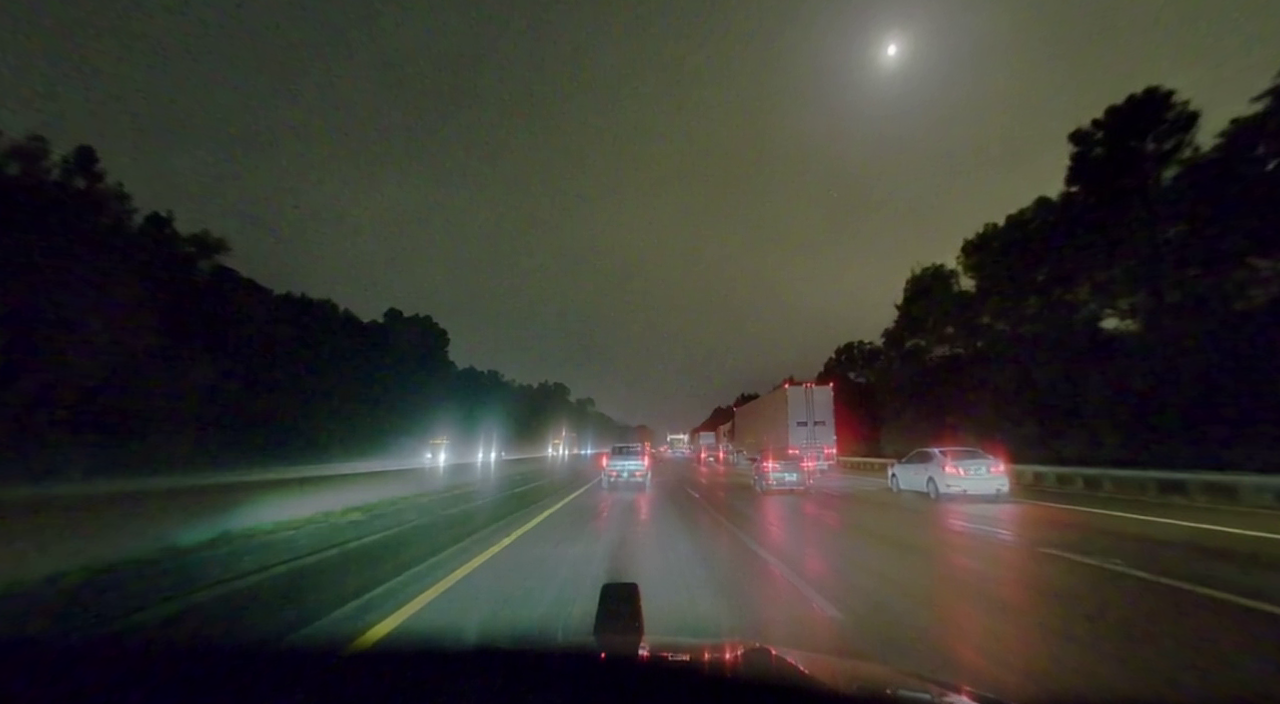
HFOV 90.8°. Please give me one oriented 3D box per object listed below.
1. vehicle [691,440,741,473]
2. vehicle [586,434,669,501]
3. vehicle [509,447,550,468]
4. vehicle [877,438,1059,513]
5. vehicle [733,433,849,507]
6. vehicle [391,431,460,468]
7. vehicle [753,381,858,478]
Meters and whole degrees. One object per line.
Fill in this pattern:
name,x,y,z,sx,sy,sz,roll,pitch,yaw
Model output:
vehicle,4.039,5.637,34.115,2.150,1.632,4.260,0,-9,0
vehicle,-0.284,3.114,17.363,2.023,1.618,3.628,0,-9,1
vehicle,-8.204,7.848,47.204,2.053,1.476,4.544,-1,-9,2
vehicle,7.364,2.798,14.750,1.951,1.467,4.173,0,-9,0
vehicle,3.612,2.907,15.882,1.920,1.594,3.867,0,-9,-1
vehicle,-15.818,7.312,47.180,2.537,2.511,7.298,0,-9,0
vehicle,7.699,3.886,30.763,2.823,4.063,8.485,0,-9,1
